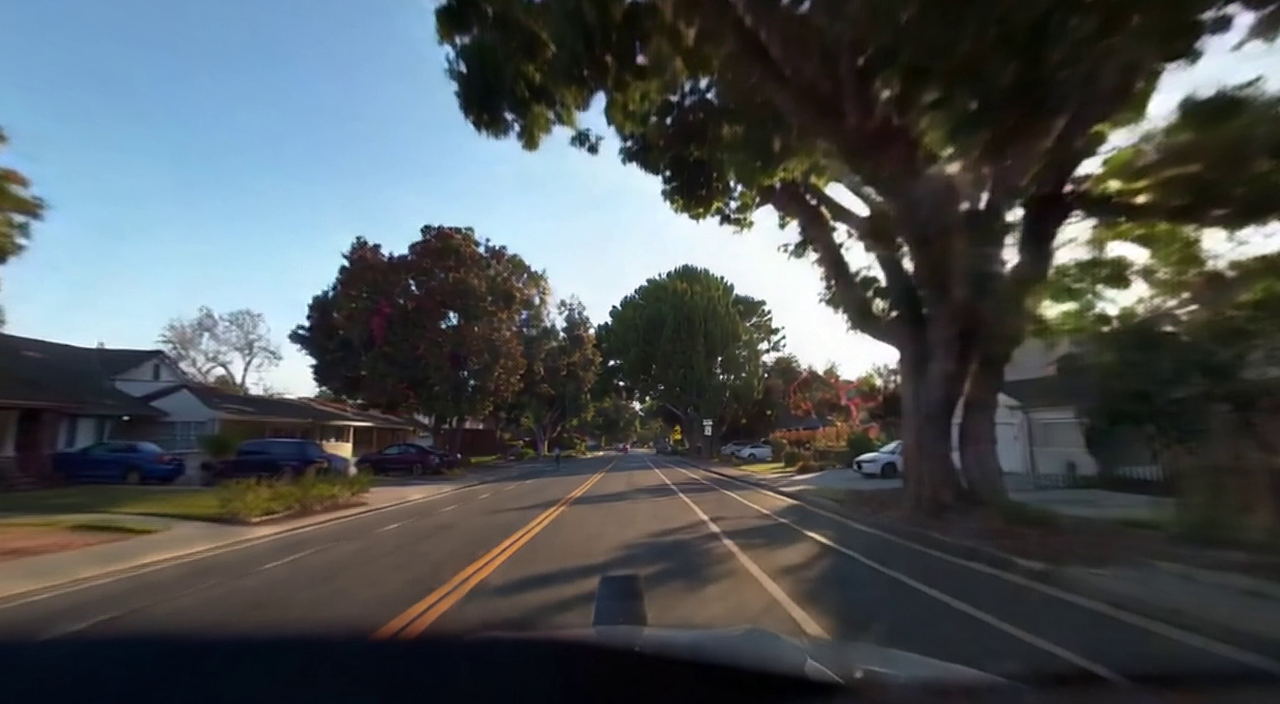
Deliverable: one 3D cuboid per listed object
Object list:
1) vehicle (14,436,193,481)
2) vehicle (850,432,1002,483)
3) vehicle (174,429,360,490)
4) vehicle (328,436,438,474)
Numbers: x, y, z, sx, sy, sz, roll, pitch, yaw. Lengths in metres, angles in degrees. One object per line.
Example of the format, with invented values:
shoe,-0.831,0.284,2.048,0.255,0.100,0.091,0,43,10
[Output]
vehicle,-19.045,3.811,22.646,4.351,1.488,2.114,1,-9,-4
vehicle,10.705,3.986,23.921,4.751,1.518,1.885,-4,-9,-1
vehicle,-12.440,3.600,21.313,5.009,1.880,1.961,-1,-8,1
vehicle,-12.822,5.163,31.751,4.549,1.802,2.081,0,-9,1
